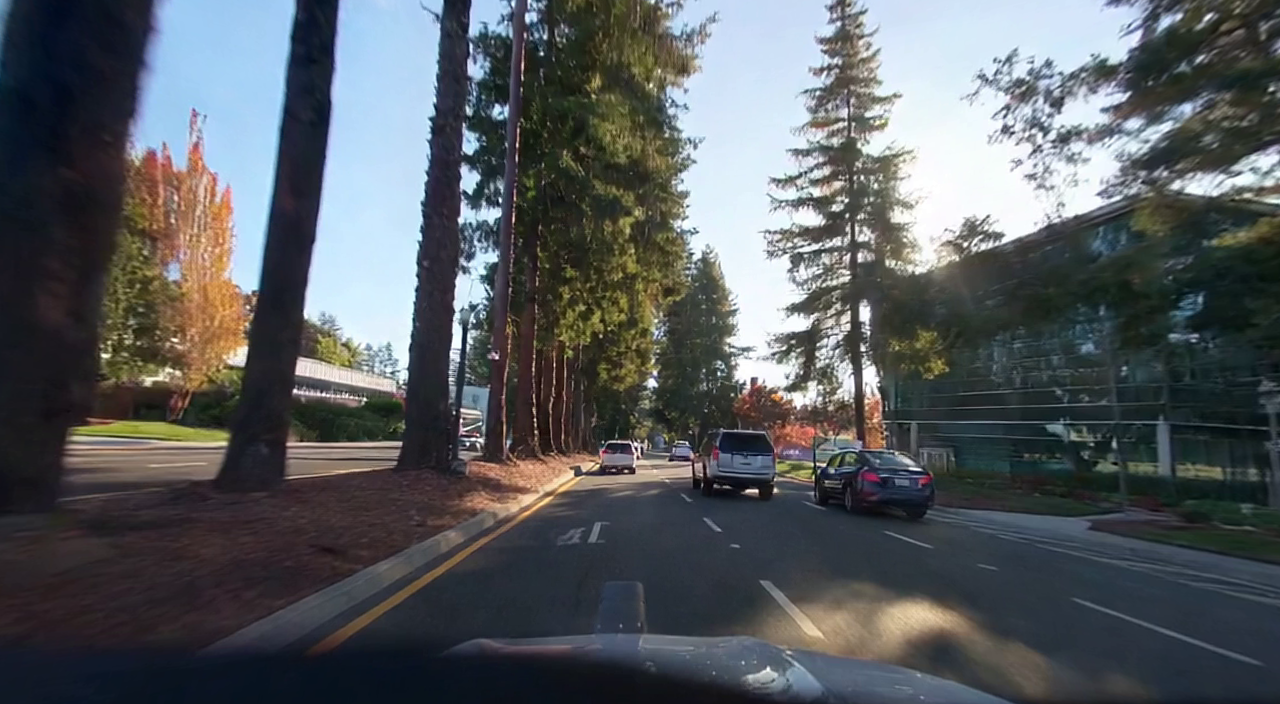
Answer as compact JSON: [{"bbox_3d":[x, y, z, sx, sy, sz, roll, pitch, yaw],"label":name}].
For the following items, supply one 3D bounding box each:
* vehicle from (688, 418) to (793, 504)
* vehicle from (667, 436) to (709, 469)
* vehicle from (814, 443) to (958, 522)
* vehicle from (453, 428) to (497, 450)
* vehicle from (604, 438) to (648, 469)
[{"bbox_3d":[2.667,3.006,17.754,2.035,1.940,4.299,4,-9,-2],"label":"vehicle"},{"bbox_3d":[2.634,5.636,35.435,1.922,1.708,4.126,0,-8,-2],"label":"vehicle"},{"bbox_3d":[6.259,3.312,16.687,1.913,1.777,4.269,1,-8,-2],"label":"vehicle"},{"bbox_3d":[-12.002,6.394,46.238,1.857,1.501,4.575,0,-9,1],"label":"vehicle"},{"bbox_3d":[-0.700,5.107,31.983,2.119,1.460,3.847,0,-8,-1],"label":"vehicle"}]
